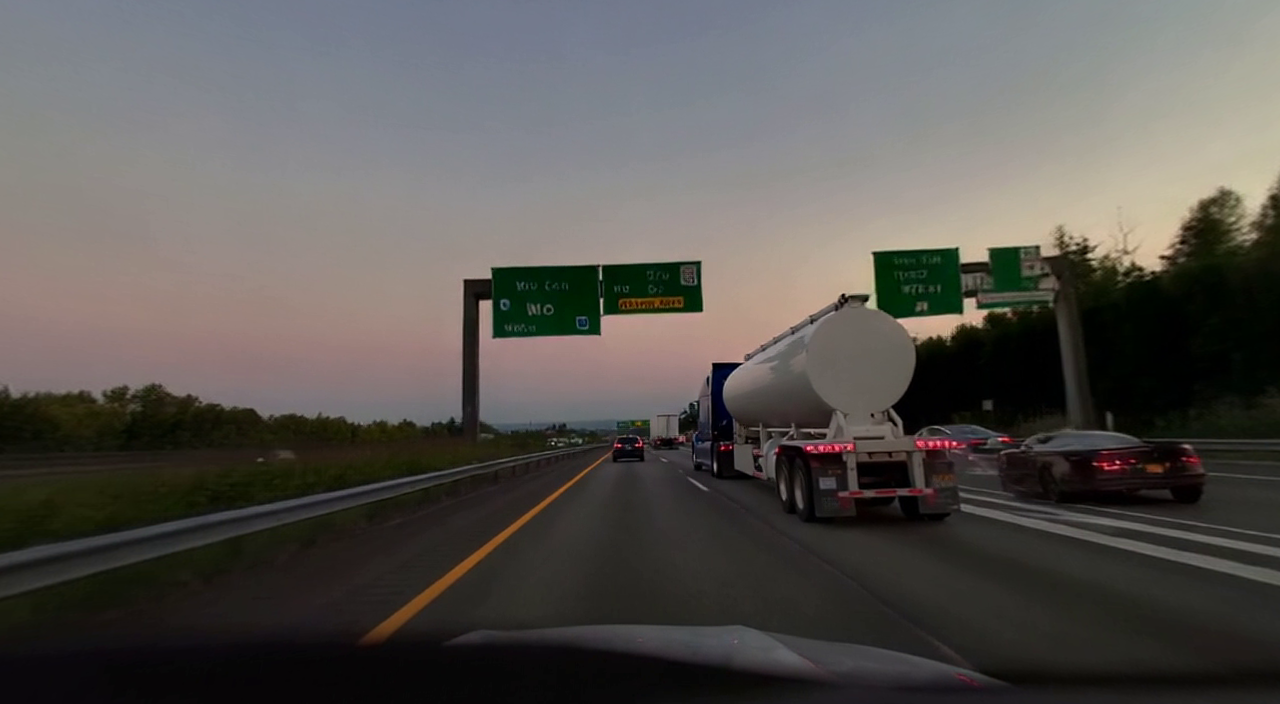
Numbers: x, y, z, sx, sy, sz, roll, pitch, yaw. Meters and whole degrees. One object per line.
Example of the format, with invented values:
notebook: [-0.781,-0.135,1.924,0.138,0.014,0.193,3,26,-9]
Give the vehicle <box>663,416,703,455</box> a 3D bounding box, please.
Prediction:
vehicle: [3.211,6.368,48.159,2.475,2.782,4.986,0,-8,-3]

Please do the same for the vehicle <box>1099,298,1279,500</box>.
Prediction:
vehicle: [14.644,0.893,12.518,2.878,4.124,10.050,0,-8,-4]

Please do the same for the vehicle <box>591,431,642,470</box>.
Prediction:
vehicle: [-0.951,4.117,26.510,2.000,1.510,3.518,0,-8,-1]

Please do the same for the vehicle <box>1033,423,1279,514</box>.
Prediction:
vehicle: [9.865,2.174,12.297,1.739,1.471,3.889,0,-8,-2]

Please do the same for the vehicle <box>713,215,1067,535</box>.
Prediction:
vehicle: [3.532,0.847,12.294,2.826,3.905,9.262,0,-8,-2]
